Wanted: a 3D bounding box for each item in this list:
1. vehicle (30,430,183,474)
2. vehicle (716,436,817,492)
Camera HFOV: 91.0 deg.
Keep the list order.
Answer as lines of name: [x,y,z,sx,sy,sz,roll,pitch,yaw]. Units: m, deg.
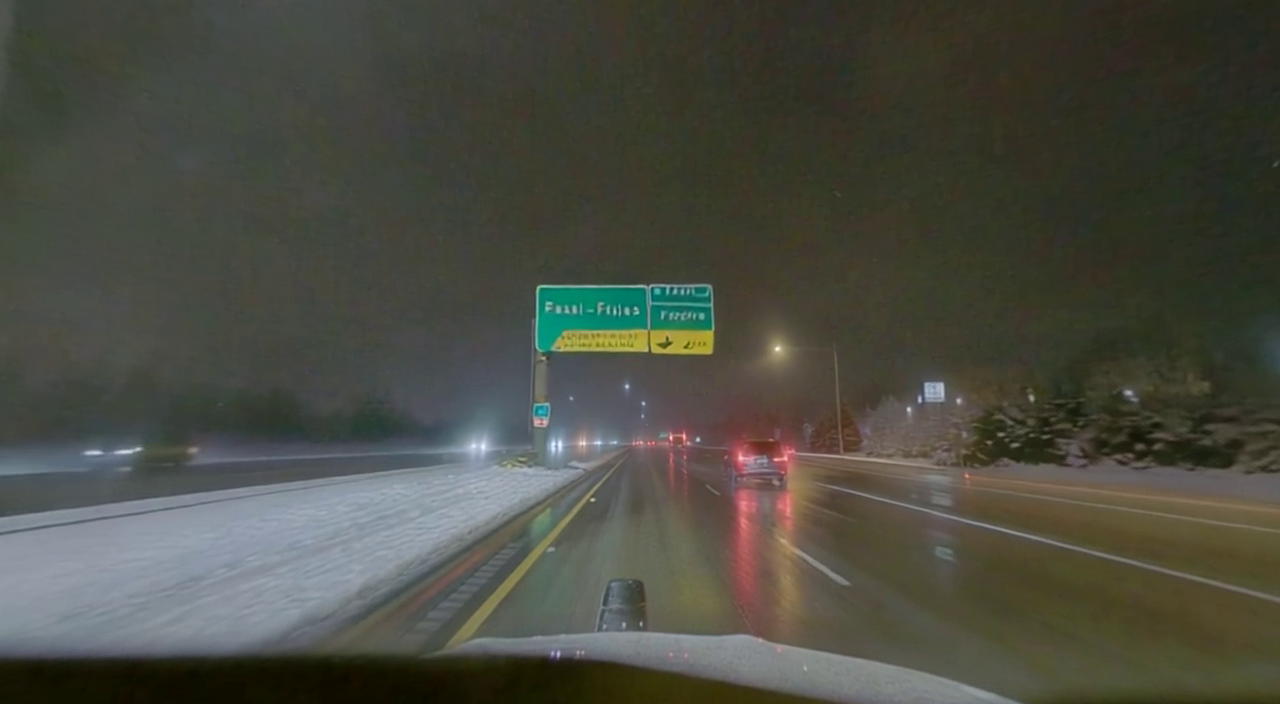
vehicle: [-19.600,3.683,23.417,1.938,1.456,4.255,0,-8,0]
vehicle: [3.625,3.296,18.973,2.091,1.482,4.522,0,-8,0]
